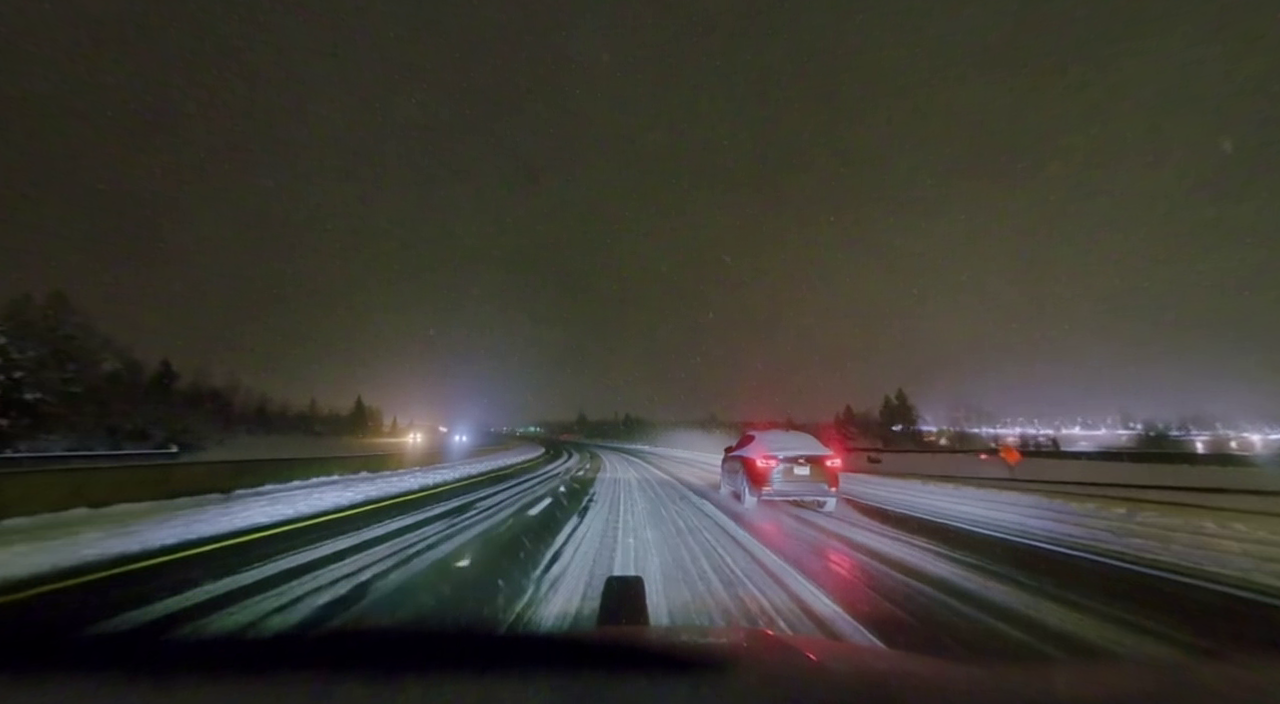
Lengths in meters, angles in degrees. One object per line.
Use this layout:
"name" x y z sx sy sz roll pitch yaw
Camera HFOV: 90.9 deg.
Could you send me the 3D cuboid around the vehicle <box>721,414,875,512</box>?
"vehicle" 3.090 2.289 13.383 2.059 1.715 4.192 0 -8 -2
